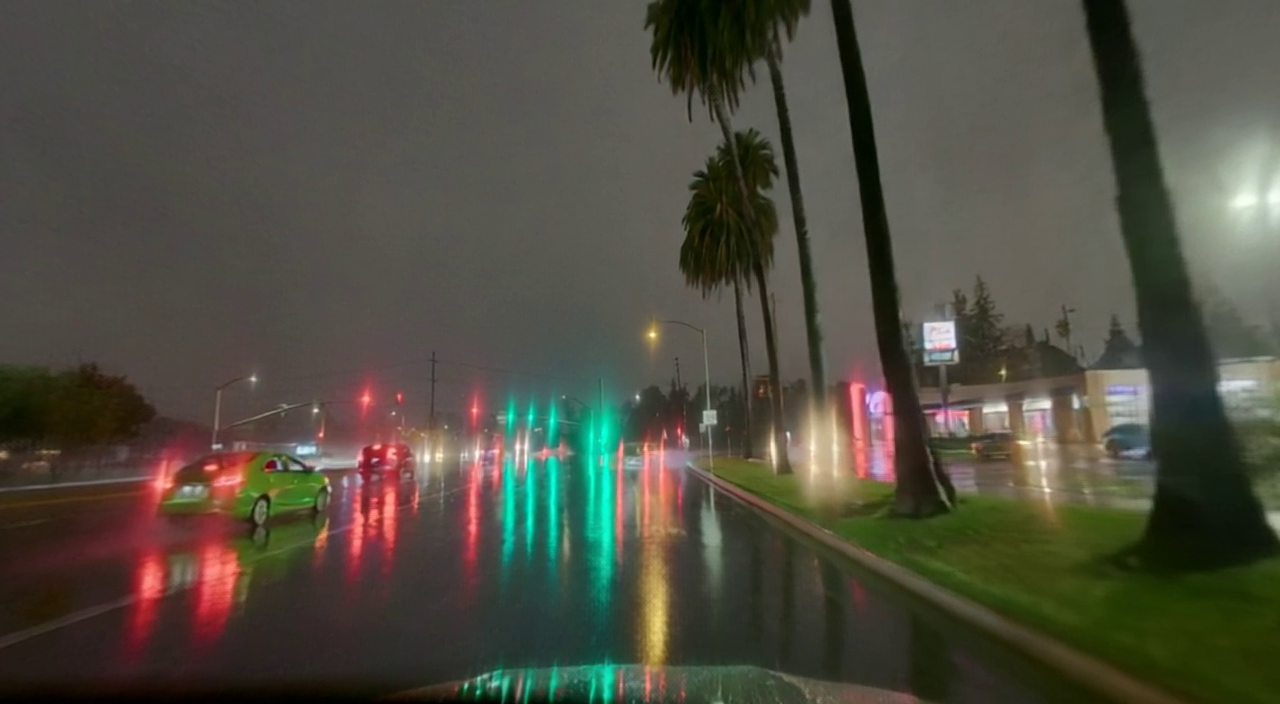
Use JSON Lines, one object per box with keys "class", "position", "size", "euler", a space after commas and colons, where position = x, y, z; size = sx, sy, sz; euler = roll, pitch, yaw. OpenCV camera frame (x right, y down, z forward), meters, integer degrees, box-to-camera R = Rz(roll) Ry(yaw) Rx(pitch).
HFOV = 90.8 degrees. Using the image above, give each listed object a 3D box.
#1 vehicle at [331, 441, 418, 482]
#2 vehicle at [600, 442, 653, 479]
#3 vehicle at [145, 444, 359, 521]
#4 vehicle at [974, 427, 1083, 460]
{"class": "vehicle", "position": [-11.881, 4.905, 28.688], "size": [2.108, 1.669, 5.076], "euler": [1, -9, -5]}
{"class": "vehicle", "position": [-0.500, 4.809, 28.256], "size": [2.070, 1.493, 4.570], "euler": [-1, -9, 3]}
{"class": "vehicle", "position": [-8.455, 2.846, 14.401], "size": [1.958, 1.455, 4.504], "euler": [0, -9, 1]}
{"class": "vehicle", "position": [18.582, 4.457, 30.485], "size": [1.882, 1.463, 4.550], "euler": [1, -10, -9]}
